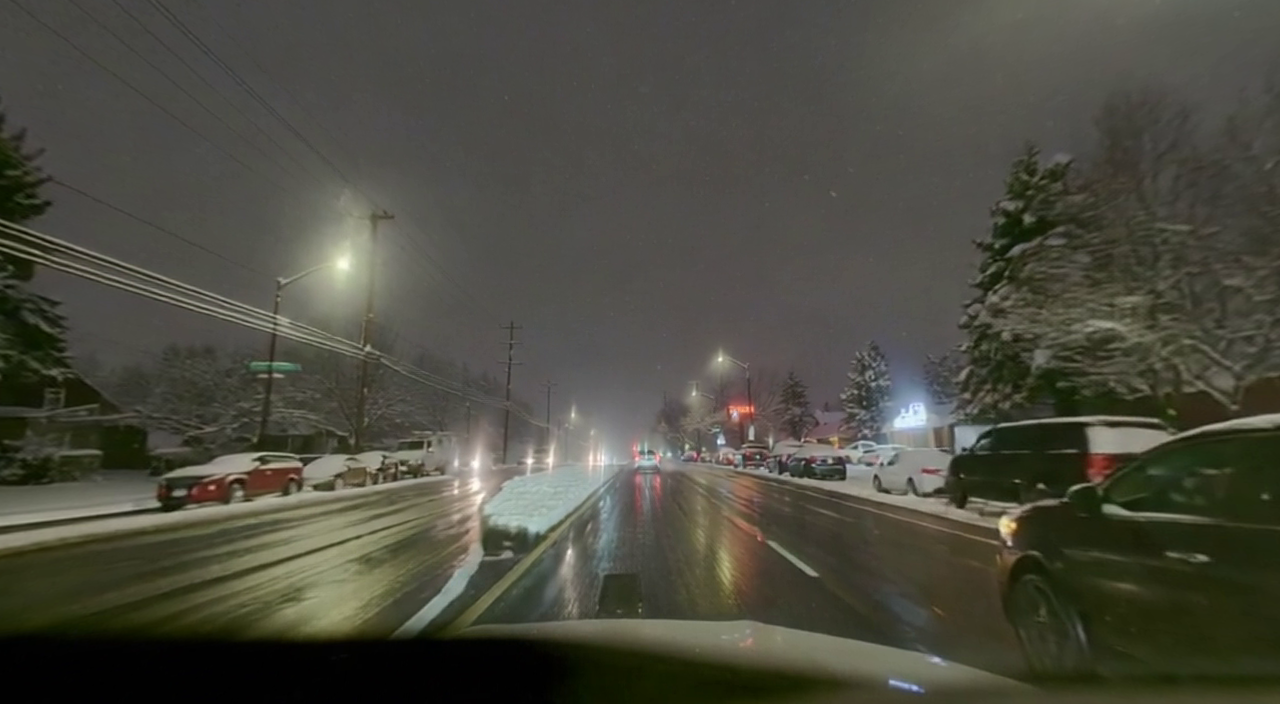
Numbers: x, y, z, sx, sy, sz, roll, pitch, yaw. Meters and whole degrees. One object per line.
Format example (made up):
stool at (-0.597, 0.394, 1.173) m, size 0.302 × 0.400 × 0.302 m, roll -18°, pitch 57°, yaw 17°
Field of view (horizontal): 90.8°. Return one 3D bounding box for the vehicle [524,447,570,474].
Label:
vehicle at (-5.905, 6.932, 40.663) m, size 2.213 × 1.626 × 4.736 m, roll -1°, pitch -8°, yaw 1°

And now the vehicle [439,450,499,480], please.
vehicle at (-9.533, 6.345, 35.647) m, size 2.060 × 1.507 × 4.532 m, roll -1°, pitch -8°, yaw 1°

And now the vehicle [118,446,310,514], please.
vehicle at (-14.060, 4.197, 21.513) m, size 2.367 × 1.849 × 5.874 m, roll -3°, pitch -8°, yaw 2°

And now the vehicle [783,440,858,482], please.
vehicle at (8.084, 4.925, 28.785) m, size 2.003 × 1.723 × 4.654 m, roll 0°, pitch -8°, yaw 0°

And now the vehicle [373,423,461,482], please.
vehicle at (-14.021, 6.397, 40.450) m, size 2.865 × 3.346 × 7.163 m, roll -1°, pitch -8°, yaw 1°

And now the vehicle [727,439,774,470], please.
vehicle at (7.899, 7.371, 45.630) m, size 2.370 × 2.022 × 5.918 m, roll -1°, pitch -8°, yaw 1°

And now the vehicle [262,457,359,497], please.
vehicle at (-14.060, 5.319, 27.283) m, size 1.795 × 1.462 × 4.466 m, roll 0°, pitch -8°, yaw -1°

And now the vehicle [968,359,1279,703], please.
vehicle at (3.306, 0.818, 2.090) m, size 2.070 × 1.633 × 4.461 m, roll -1°, pitch -8°, yaw 1°

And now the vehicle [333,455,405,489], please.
vehicle at (-14.017, 6.207, 33.003) m, size 1.806 × 1.463 × 4.714 m, roll -2°, pitch -8°, yaw -1°

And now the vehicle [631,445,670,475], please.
vehicle at (0.572, 6.031, 35.709) m, size 2.067 × 1.547 × 4.513 m, roll -1°, pitch -8°, yaw 0°

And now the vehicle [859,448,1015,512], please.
vehicle at (7.685, 3.325, 16.977) m, size 1.874 × 1.437 × 4.593 m, roll 0°, pitch -8°, yaw -1°
